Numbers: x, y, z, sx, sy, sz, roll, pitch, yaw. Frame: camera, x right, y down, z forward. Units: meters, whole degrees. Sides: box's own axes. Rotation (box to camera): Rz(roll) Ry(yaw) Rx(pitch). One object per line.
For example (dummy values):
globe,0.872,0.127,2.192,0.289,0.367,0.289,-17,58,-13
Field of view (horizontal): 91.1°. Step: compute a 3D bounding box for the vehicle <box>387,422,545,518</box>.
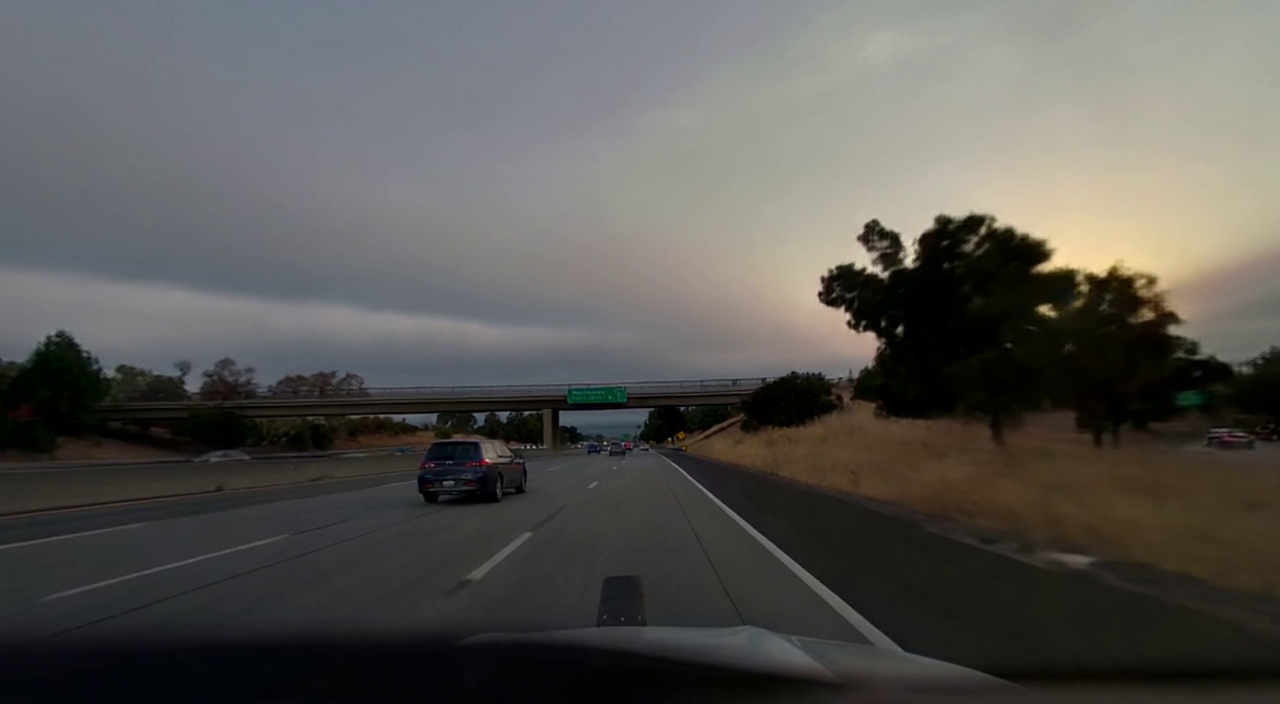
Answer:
vehicle,-3.453,2.443,13.482,2.048,1.705,4.384,0,-8,1
